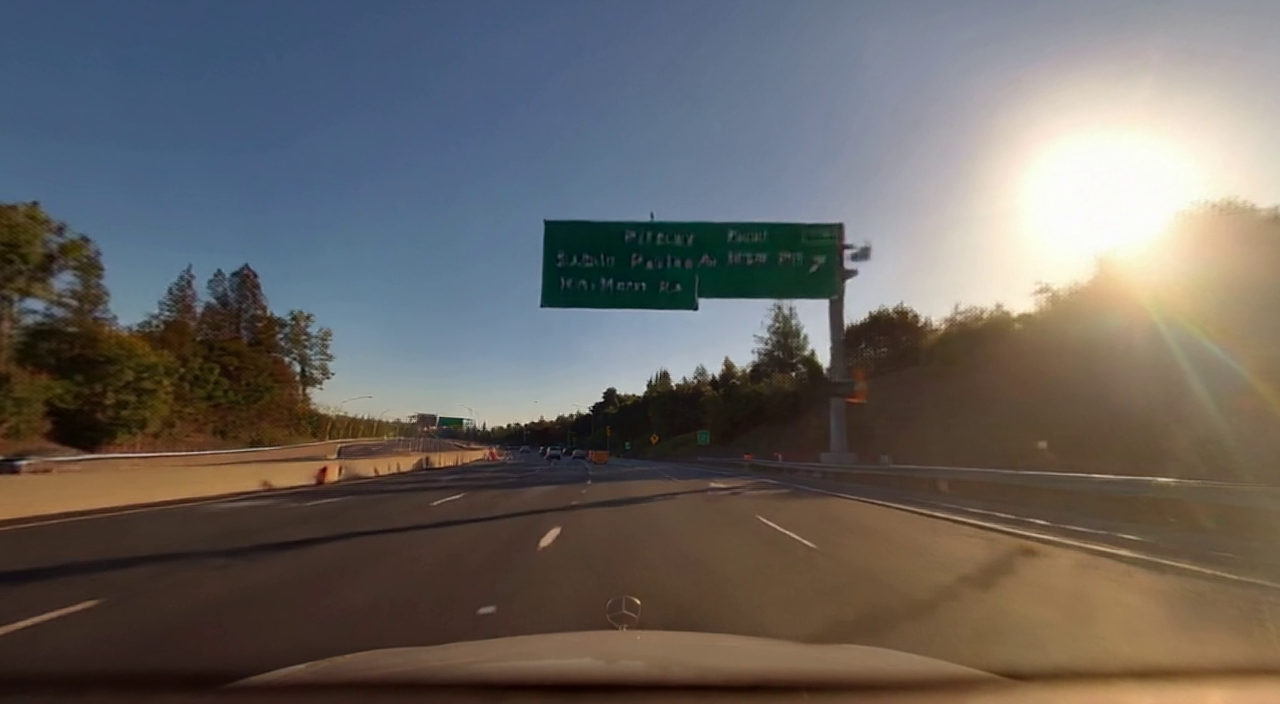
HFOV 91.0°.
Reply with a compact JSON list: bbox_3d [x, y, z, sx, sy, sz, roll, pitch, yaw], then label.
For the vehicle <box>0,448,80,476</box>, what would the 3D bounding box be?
[{"bbox_3d":[-38.829,6.968,40.235,1.954,1.665,4.692,0,-9,-3],"label":"vehicle"}]
